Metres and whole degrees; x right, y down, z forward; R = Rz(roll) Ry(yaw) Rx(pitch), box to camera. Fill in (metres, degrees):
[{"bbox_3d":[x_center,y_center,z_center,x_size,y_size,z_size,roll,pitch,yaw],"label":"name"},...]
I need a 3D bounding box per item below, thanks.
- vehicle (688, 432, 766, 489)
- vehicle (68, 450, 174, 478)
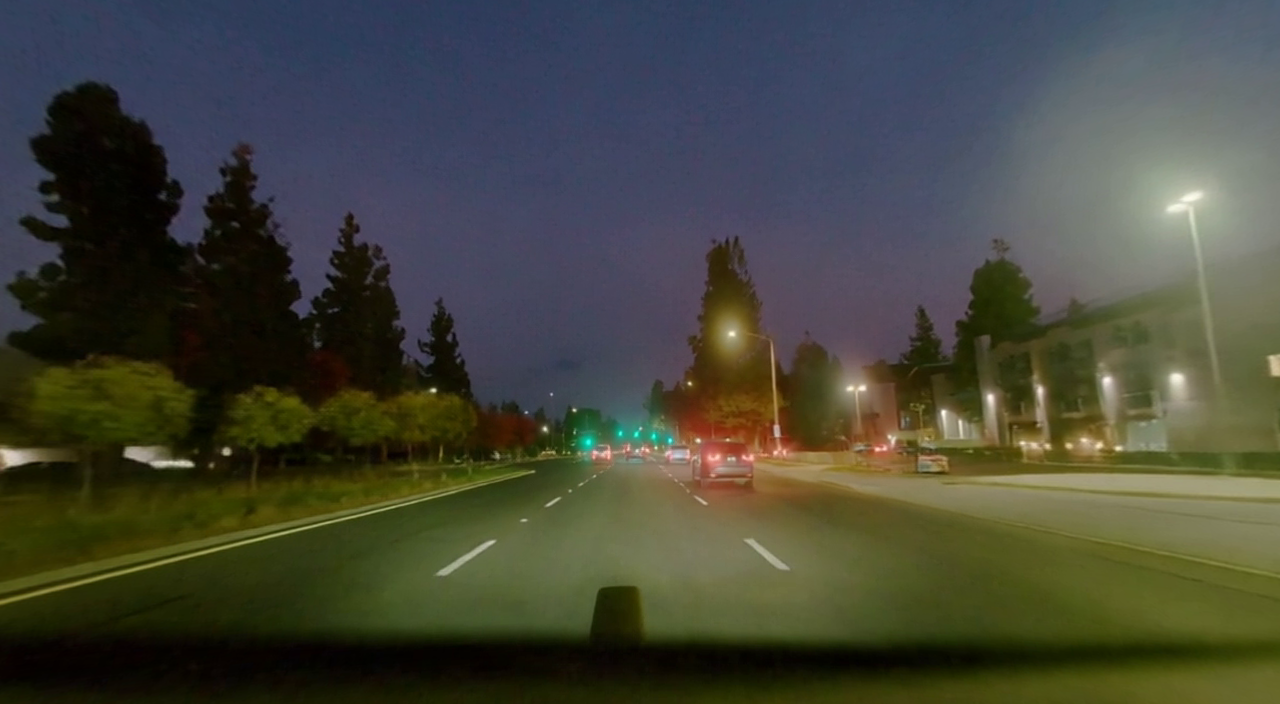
[{"bbox_3d":[3.006,3.870,22.829,2.060,1.816,4.343,0,-9,-2],"label":"vehicle"},{"bbox_3d":[-33.341,7.189,40.710,4.932,1.730,1.939,0,-9,-3],"label":"vehicle"}]
